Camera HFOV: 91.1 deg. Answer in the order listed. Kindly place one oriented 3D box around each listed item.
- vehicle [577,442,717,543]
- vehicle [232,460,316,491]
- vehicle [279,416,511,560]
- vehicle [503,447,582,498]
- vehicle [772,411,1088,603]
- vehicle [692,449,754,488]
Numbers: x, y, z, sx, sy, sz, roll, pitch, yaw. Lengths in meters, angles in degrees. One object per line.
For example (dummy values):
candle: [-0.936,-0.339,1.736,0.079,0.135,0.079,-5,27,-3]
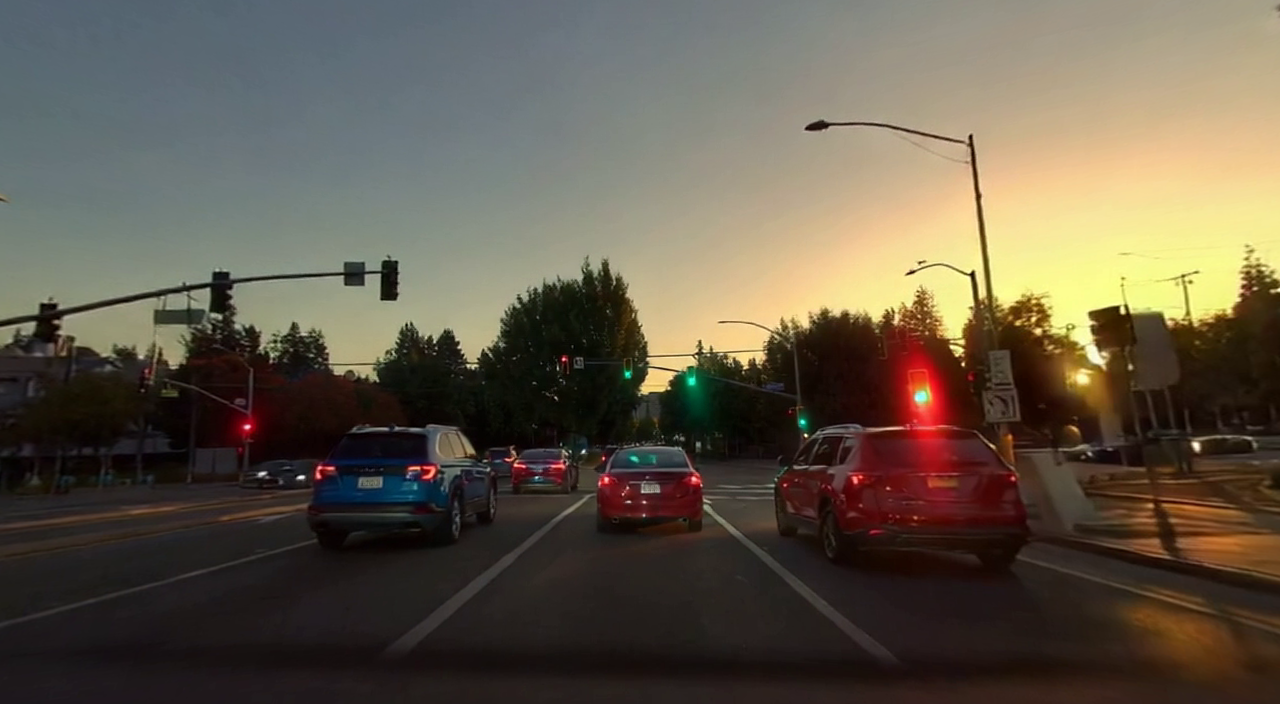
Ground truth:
vehicle: [0.056,2.361,11.216,2.051,1.460,3.932,0,-9,-1]
vehicle: [-22.600,7.587,38.783,4.931,1.736,1.969,-5,-10,26]
vehicle: [-3.495,2.014,10.006,1.889,1.767,4.289,0,-9,1]
vehicle: [-3.148,3.955,21.036,1.868,1.516,4.114,0,-9,2]
vehicle: [3.138,1.763,8.082,1.880,1.747,4.500,0,-9,0]
vehicle: [3.366,4.826,26.394,2.038,1.476,4.356,0,-9,1]
